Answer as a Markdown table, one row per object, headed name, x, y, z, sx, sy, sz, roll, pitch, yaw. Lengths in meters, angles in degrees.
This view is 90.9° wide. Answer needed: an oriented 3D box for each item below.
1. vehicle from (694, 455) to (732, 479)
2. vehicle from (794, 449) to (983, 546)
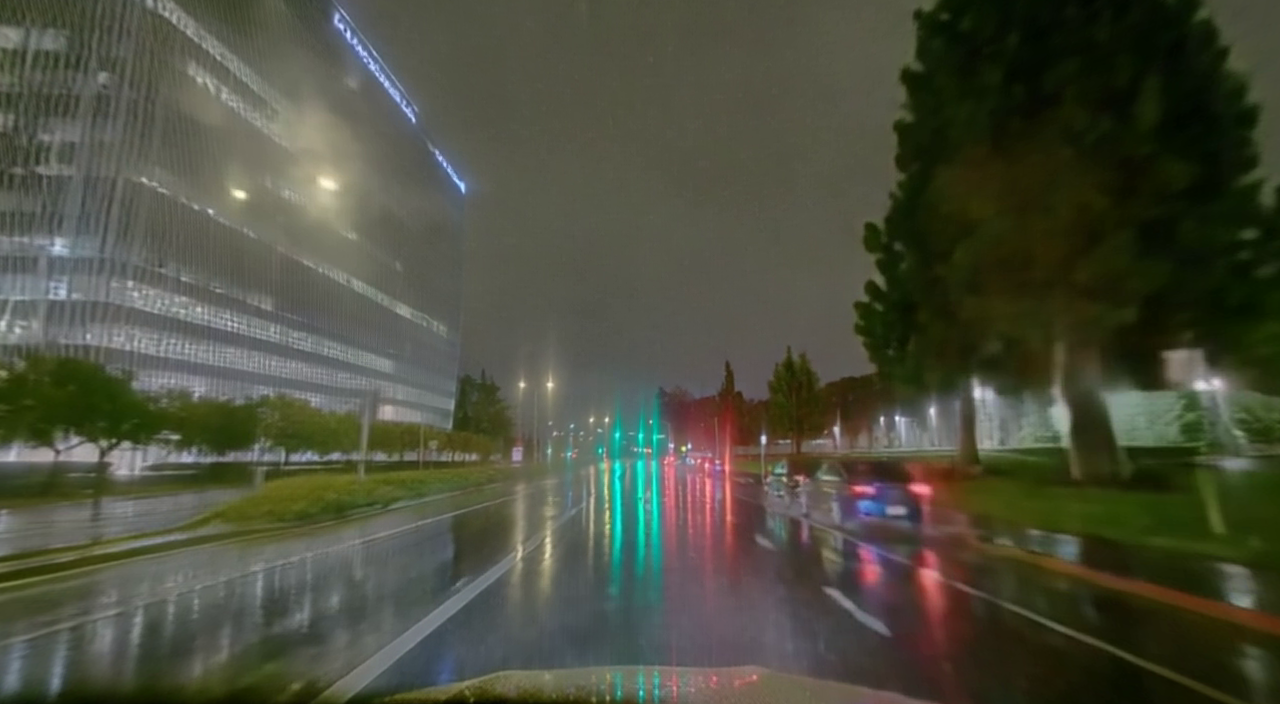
| name | x | y | z | sx | sy | sz | roll | pitch | yaw |
| --- | --- | --- | --- | --- | --- | --- | --- | --- | --- |
| vehicle | 4.676 | 7.393 | 40.798 | 1.872 | 1.420 | 4.201 | 0 | -9 | -1 |
| vehicle | 4.526 | 2.672 | 12.329 | 1.909 | 1.503 | 4.368 | 0 | -9 | 0 |
